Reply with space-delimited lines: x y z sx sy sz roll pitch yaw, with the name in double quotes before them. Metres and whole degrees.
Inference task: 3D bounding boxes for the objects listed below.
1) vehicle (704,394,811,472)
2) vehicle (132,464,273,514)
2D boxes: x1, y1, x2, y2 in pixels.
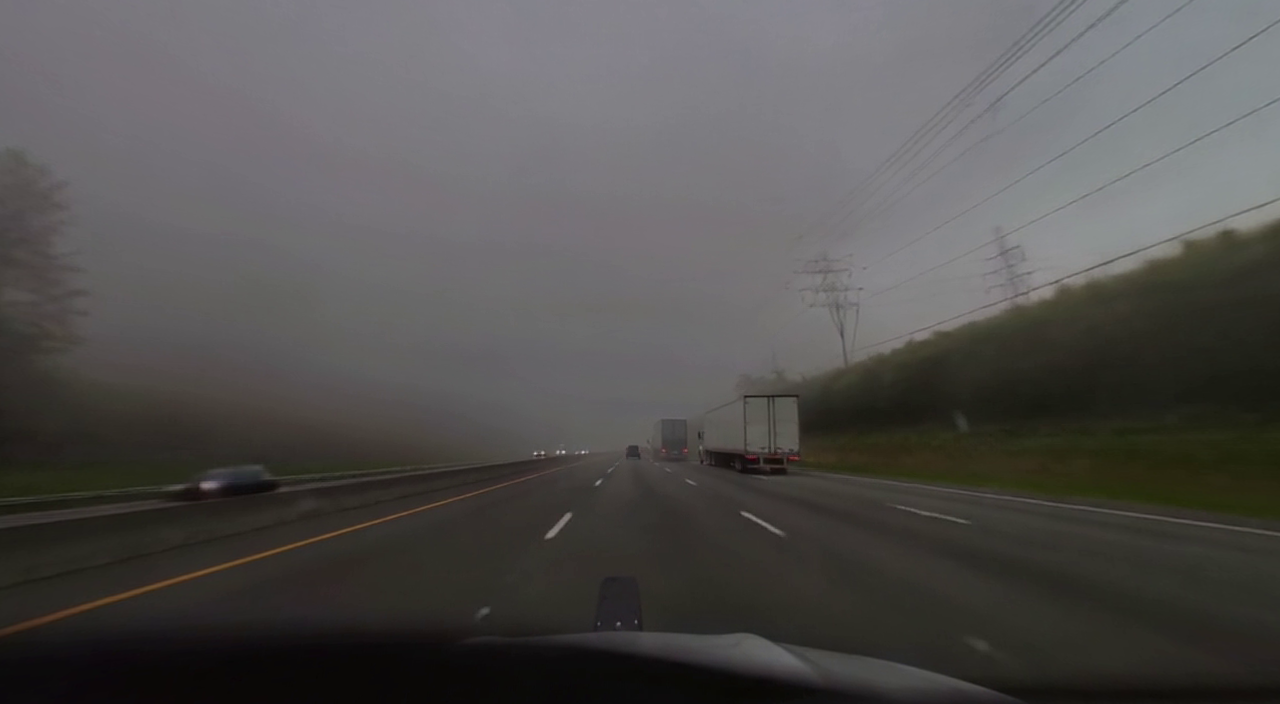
"vehicle" 7.200 5.641 42.417 3.400 4.134 17.388 0 -9 -2
"vehicle" -15.187 4.735 22.169 1.849 1.415 4.408 0 -9 -1
